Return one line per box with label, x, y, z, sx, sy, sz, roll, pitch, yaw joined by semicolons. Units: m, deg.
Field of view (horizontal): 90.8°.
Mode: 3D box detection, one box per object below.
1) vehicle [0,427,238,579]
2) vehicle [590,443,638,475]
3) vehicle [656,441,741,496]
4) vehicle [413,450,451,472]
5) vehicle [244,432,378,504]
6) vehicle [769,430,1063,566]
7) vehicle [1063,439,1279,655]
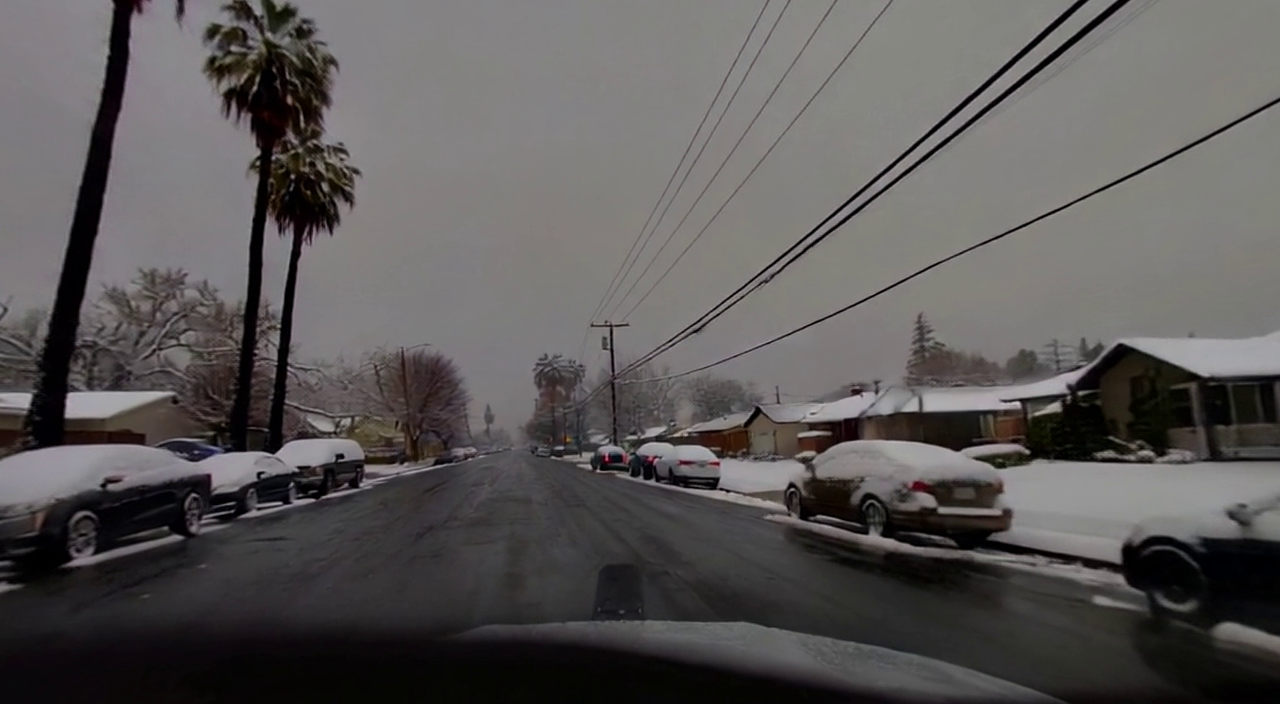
vehicle;-7.958;2.048;9.388;1.919;1.678;4.385;-1;-7;-13
vehicle;-1.651;6.521;38.677;2.115;1.826;4.871;2;-9;-12
vehicle;1.907;4.000;22.004;1.894;1.675;4.294;2;-9;-9
vehicle;-15.366;8.053;46.847;2.013;1.483;4.645;2;-9;-10
vehicle;-10.237;3.637;20.304;2.300;1.943;5.744;2;-9;-12
vehicle;3.937;2.145;10.105;1.943;1.623;4.471;2;-9;-13
vehicle;5.302;1.256;3.891;1.786;1.437;4.448;2;-9;-10
